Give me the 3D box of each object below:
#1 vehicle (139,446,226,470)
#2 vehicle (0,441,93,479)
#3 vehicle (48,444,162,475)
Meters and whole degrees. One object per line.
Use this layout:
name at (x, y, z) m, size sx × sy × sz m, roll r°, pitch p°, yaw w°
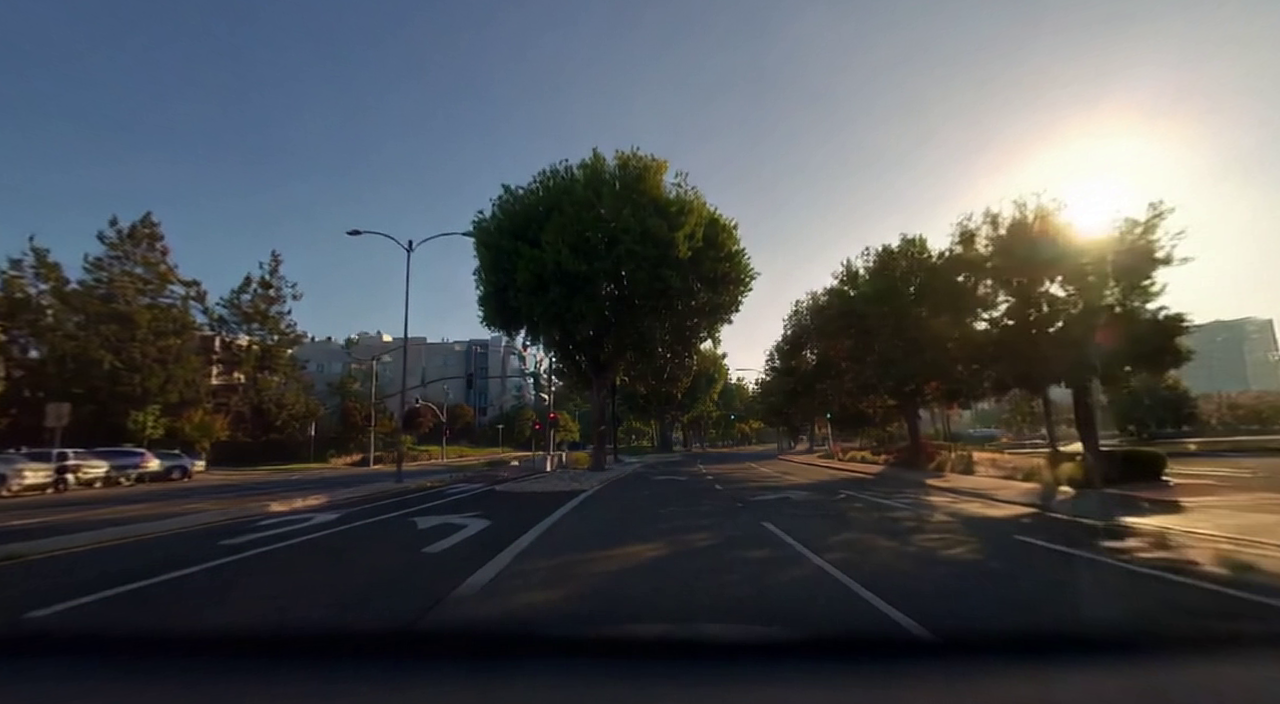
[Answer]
vehicle at (-31.150, 7.182, 43.161) m, size 4.313 × 1.549 × 1.917 m, roll 3°, pitch -9°, yaw -20°
vehicle at (-28.678, 4.951, 29.076) m, size 4.830 × 1.664 × 2.241 m, roll 0°, pitch -9°, yaw -1°
vehicle at (-29.044, 5.853, 34.380) m, size 4.363 × 1.590 × 1.933 m, roll 0°, pitch -9°, yaw -1°
